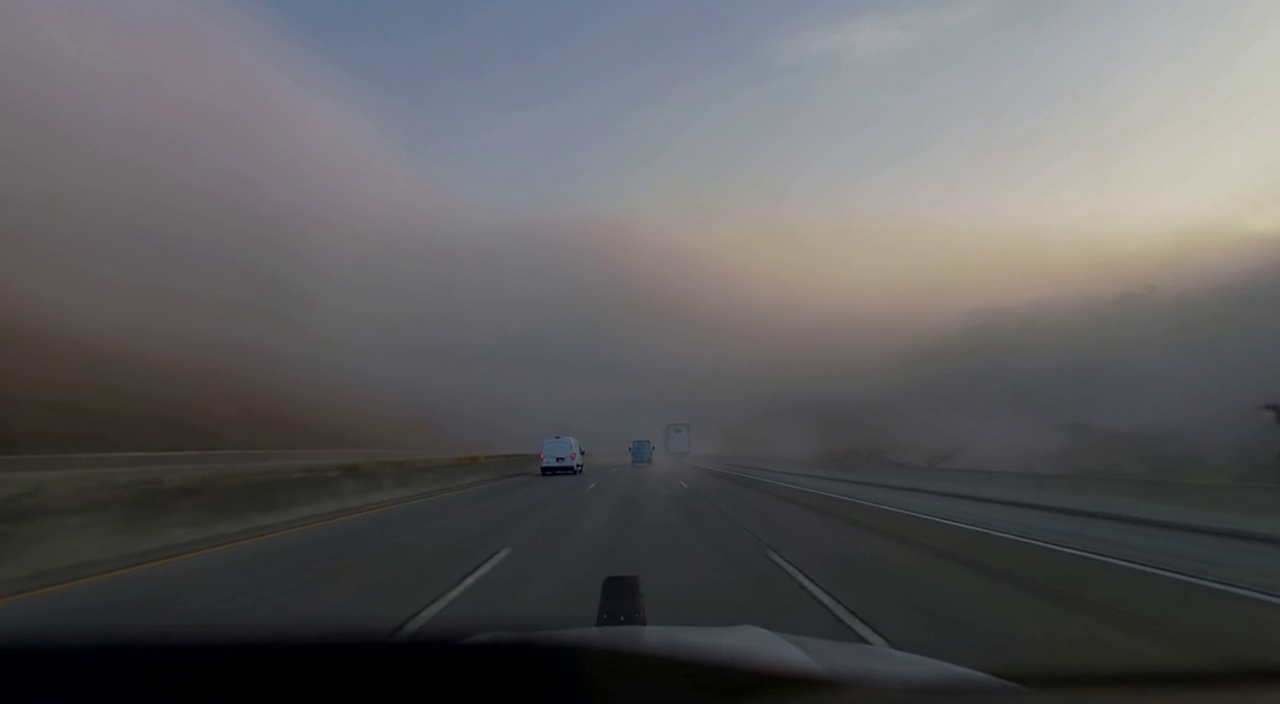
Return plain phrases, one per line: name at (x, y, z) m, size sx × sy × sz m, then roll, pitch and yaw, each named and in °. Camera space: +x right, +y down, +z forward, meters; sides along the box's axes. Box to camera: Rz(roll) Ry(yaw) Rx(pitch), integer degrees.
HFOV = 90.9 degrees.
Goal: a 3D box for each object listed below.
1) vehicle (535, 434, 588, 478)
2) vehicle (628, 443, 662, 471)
vehicle at (-3.811, 5.148, 31.286) m, size 1.955 × 2.004 × 4.792 m, roll 0°, pitch -9°, yaw 1°
vehicle at (0.366, 6.954, 41.754) m, size 2.166 × 1.747 × 4.299 m, roll 0°, pitch -9°, yaw 1°
